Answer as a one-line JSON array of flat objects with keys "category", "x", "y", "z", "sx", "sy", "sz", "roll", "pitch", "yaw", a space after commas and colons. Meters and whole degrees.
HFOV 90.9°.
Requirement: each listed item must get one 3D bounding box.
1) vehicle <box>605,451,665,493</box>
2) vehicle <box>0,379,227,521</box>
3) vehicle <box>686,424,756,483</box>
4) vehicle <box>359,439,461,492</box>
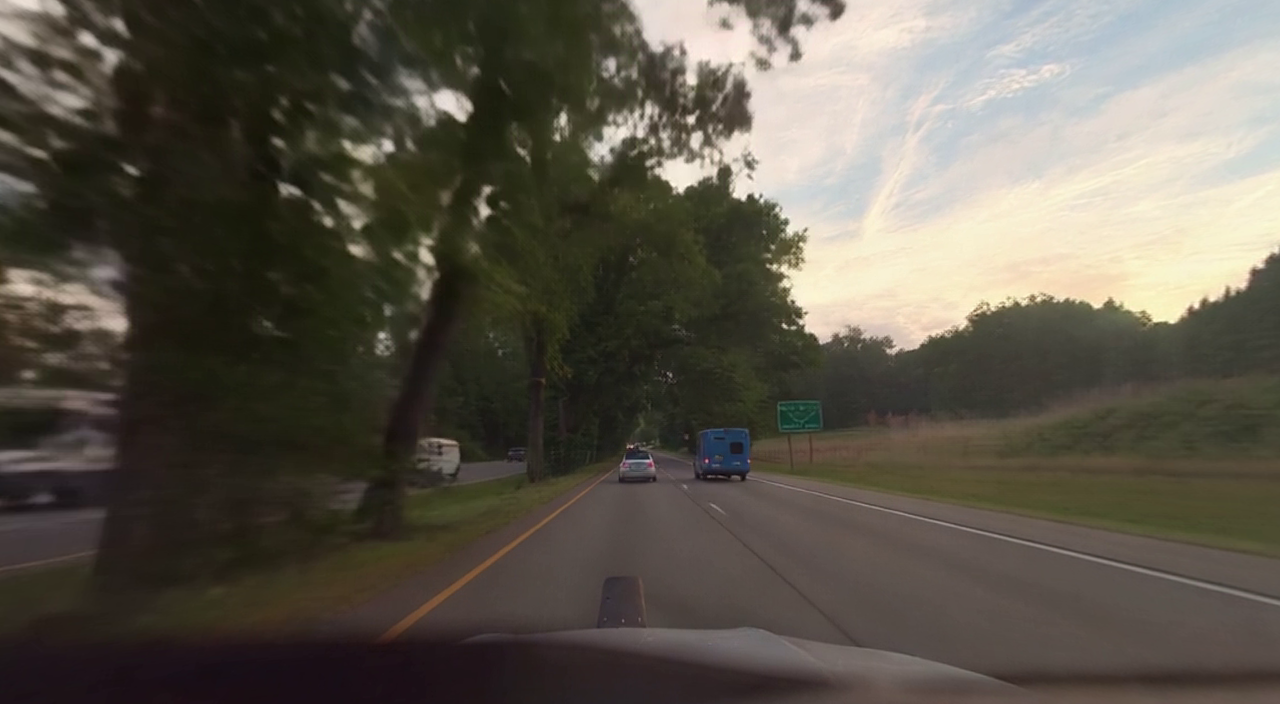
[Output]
[{"category": "vehicle", "x": -0.192, "y": 4.406, "z": 23.538, "sx": 2.037, "sy": 1.417, "sz": 3.885, "roll": 0, "pitch": -9, "yaw": -1}, {"category": "vehicle", "x": -12.244, "y": 2.178, "z": 14.114, "sx": 2.493, "sy": 2.597, "sz": 4.839, "roll": -1, "pitch": -9, "yaw": 2}, {"category": "vehicle", "x": 3.852, "y": 5.033, "z": 31.396, "sx": 2.513, "sy": 2.633, "sz": 5.930, "roll": 0, "pitch": -9, "yaw": -2}, {"category": "vehicle", "x": -7.797, "y": 3.881, "z": 21.797, "sx": 1.914, "sy": 1.609, "sz": 4.184, "roll": 0, "pitch": -9, "yaw": 0}]
